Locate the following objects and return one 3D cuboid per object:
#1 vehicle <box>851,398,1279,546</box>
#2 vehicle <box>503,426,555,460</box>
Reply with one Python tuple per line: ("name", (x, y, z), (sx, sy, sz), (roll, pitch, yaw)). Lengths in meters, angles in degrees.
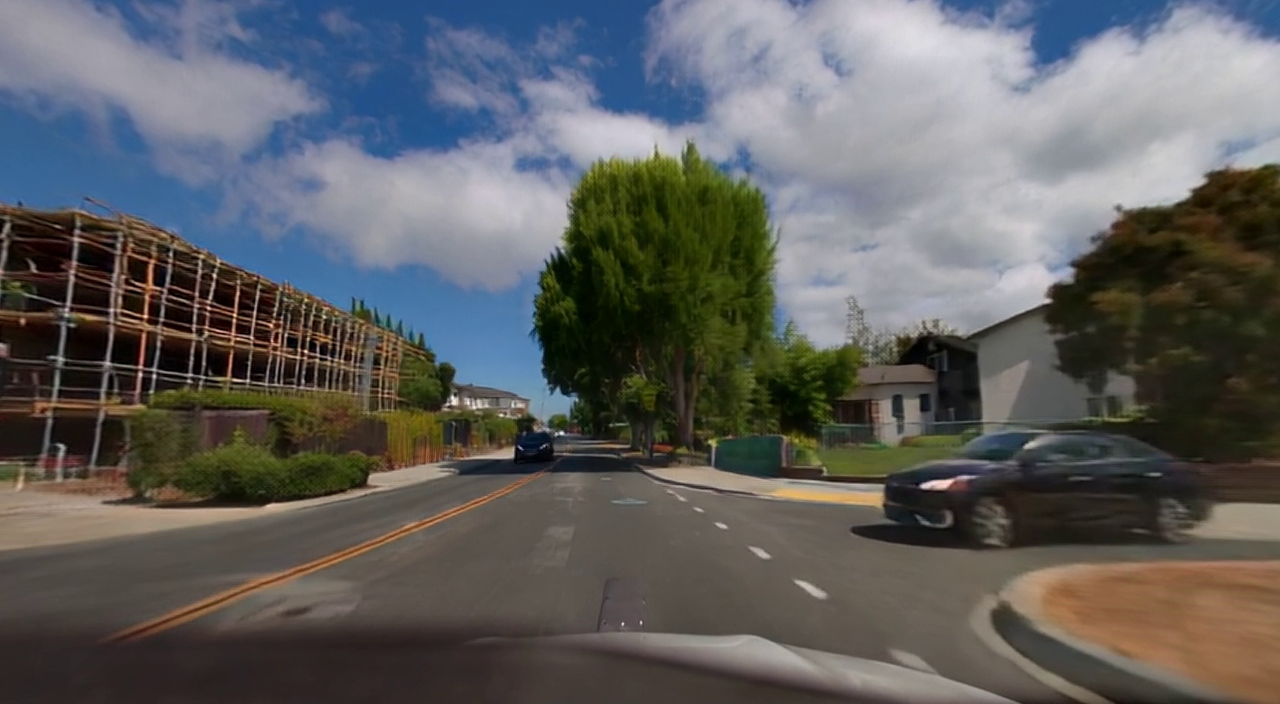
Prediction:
("vehicle", (4.813, 1.431, 7.733), (3.772, 1.531, 1.949), (-1, -9, 3))
("vehicle", (-5.650, 4.722, 32.578), (2.036, 1.657, 4.391), (0, -9, -2))
